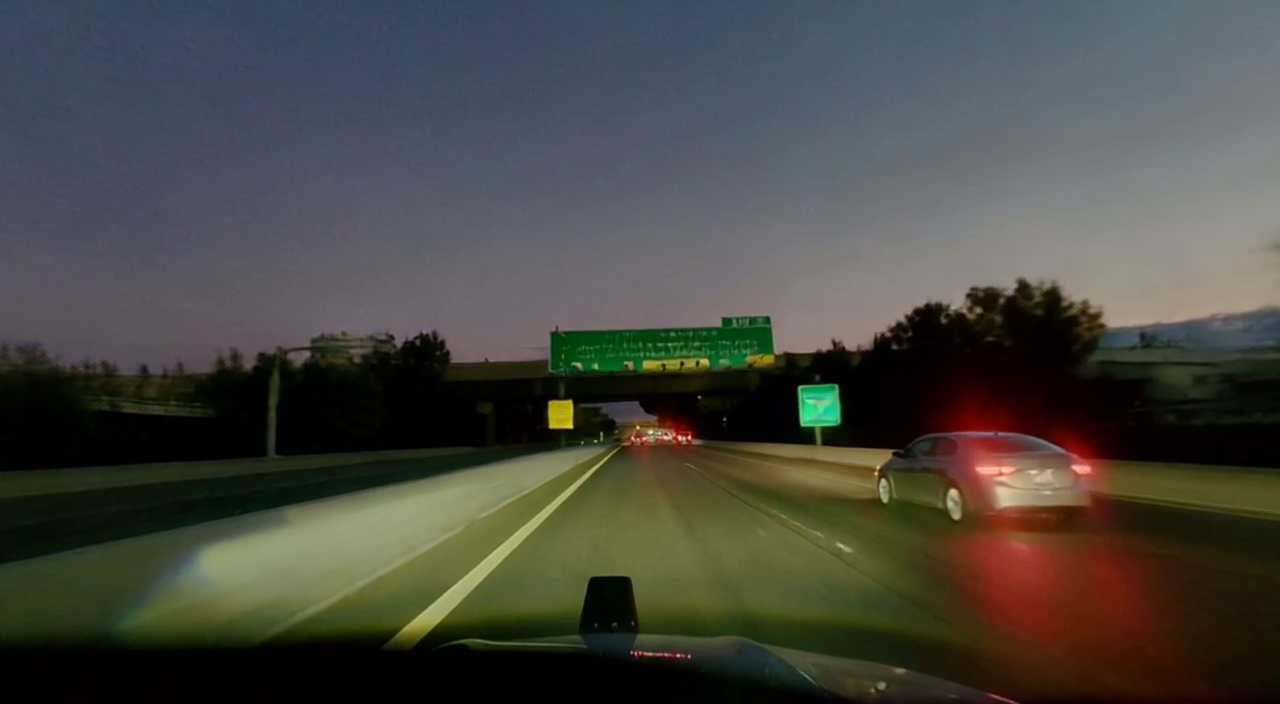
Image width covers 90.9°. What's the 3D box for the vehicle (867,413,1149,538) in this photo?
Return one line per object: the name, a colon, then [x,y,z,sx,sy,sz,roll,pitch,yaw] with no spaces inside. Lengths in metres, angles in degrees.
vehicle: [5.473,1.855,10.168,1.940,1.578,4.122,0,-8,-2]
